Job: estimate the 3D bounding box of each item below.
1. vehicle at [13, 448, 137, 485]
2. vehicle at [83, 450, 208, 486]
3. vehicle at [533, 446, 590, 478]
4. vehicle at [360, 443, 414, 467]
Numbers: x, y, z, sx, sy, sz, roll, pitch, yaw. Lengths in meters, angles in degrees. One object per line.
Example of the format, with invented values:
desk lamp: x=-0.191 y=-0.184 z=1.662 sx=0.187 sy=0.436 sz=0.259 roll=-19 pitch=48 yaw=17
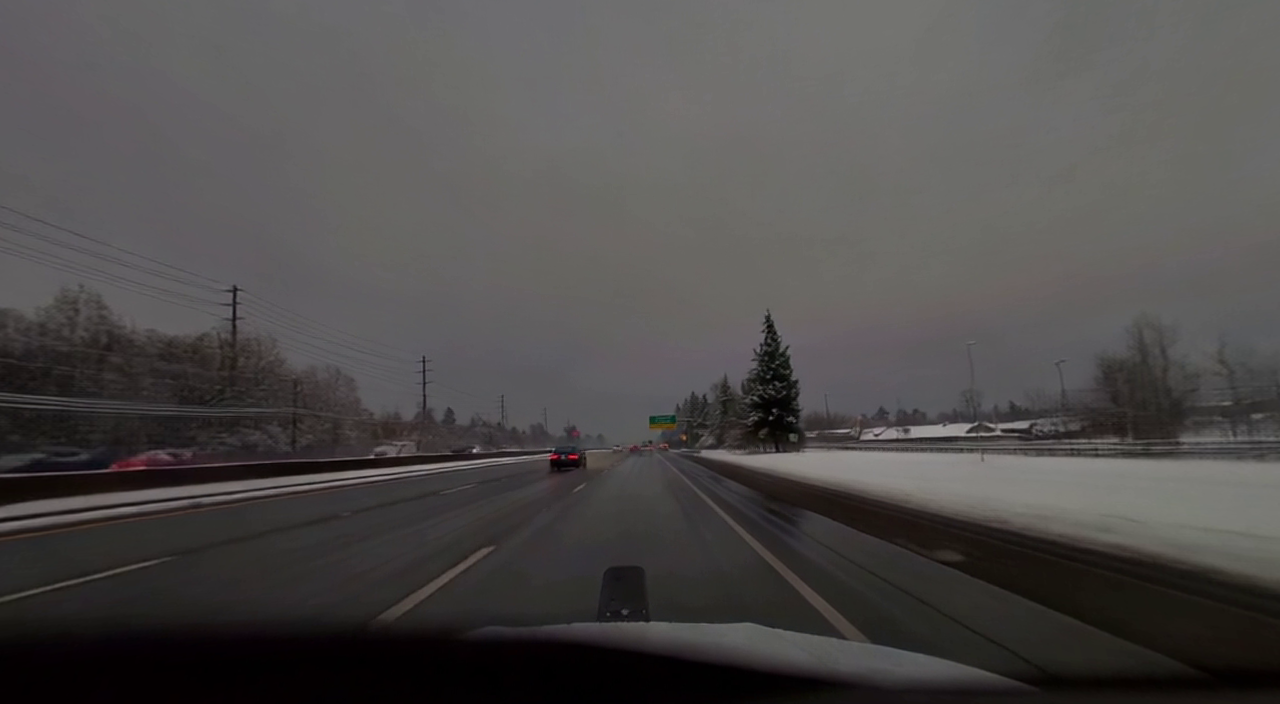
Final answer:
vehicle: x=-25.530 y=5.155 z=28.706 sx=1.828 sy=1.515 sz=4.094 roll=0 pitch=-9 yaw=1
vehicle: x=-21.868 y=5.121 z=28.141 sx=1.859 sy=1.472 sz=4.494 roll=0 pitch=-9 yaw=1
vehicle: x=-3.645 y=5.208 z=30.091 sx=2.048 sy=1.368 sz=4.613 roll=0 pitch=-9 yaw=1
vehicle: x=-18.096 y=7.369 z=45.354 sx=1.927 sy=1.599 sz=4.657 roll=0 pitch=-9 yaw=1
